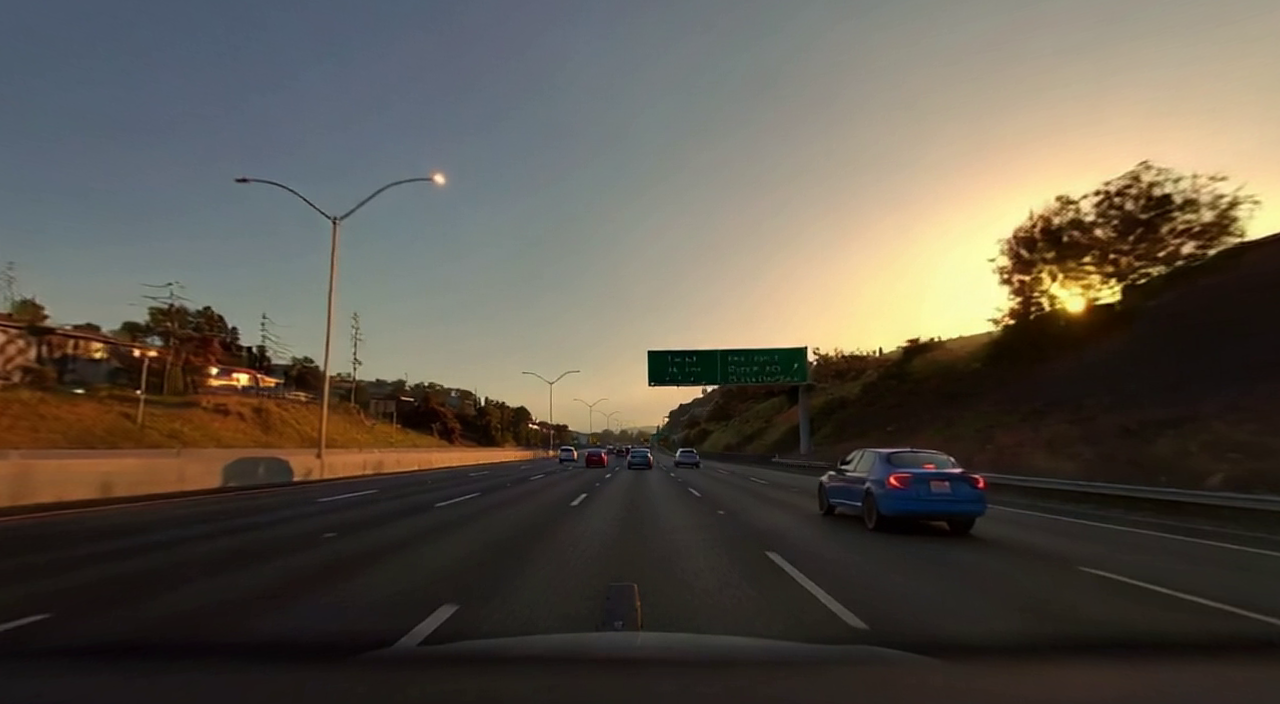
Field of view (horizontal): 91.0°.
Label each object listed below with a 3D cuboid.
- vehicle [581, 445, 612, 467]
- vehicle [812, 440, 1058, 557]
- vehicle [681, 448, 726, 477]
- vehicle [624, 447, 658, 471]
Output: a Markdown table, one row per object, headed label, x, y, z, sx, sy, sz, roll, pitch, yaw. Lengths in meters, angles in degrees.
| label | x | y | z | sx | sy | sz | roll | pitch | yaw |
| --- | --- | --- | --- | --- | --- | --- | --- | --- | --- |
| vehicle | -3.377 | 8.209 | 49.769 | 2.091 | 1.664 | 4.157 | 0 | -9 | 0 |
| vehicle | 4.571 | 2.309 | 10.745 | 2.077 | 1.527 | 4.553 | 0 | -9 | 2 |
| vehicle | 3.459 | 6.109 | 35.128 | 2.036 | 1.517 | 4.256 | 0 | -9 | -1 |
| vehicle | 0.065 | 7.062 | 41.721 | 2.166 | 1.496 | 4.158 | 0 | -9 | 0 |
